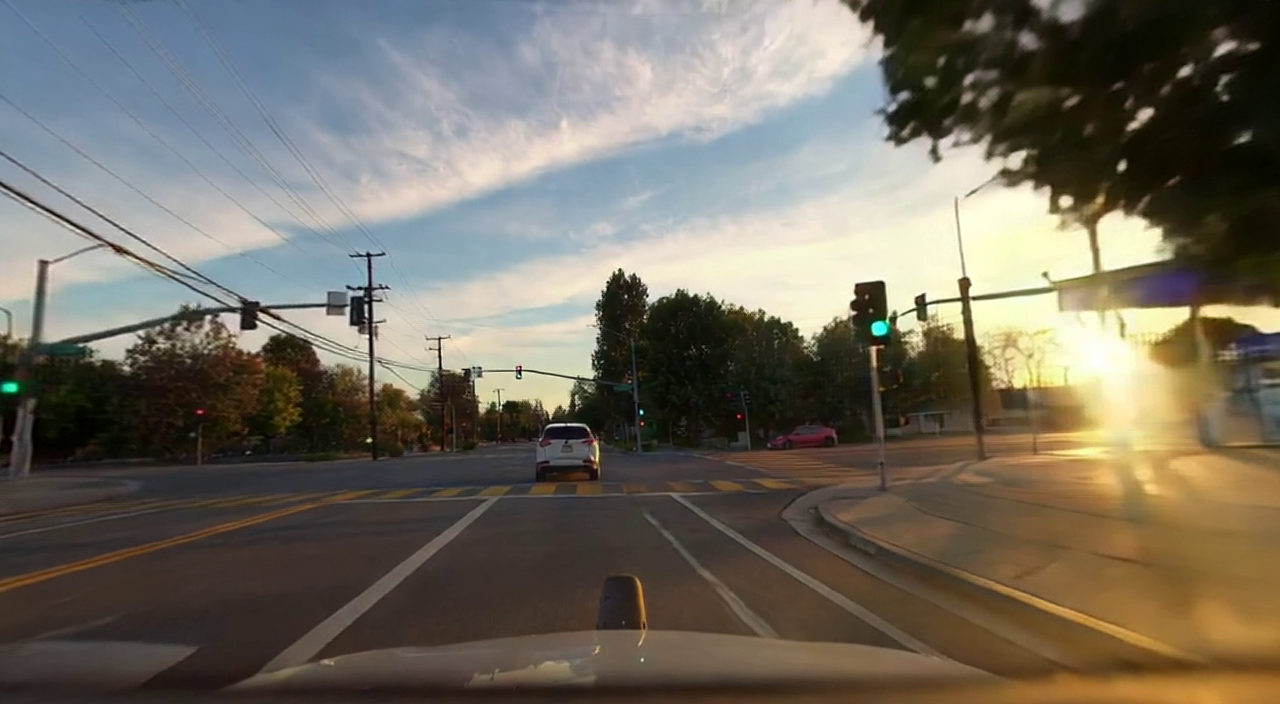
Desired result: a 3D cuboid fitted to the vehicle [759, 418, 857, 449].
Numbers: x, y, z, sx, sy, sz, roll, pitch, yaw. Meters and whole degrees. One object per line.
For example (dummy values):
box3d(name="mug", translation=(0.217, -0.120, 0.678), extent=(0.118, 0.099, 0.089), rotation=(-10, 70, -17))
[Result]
box3d(name="vehicle", translation=(9.839, 4.825, 37.038), extent=(5.149, 1.725, 1.964), rotation=(0, -8, -4))

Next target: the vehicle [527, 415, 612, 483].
box3d(name="vehicle", translation=(-2.141, 3.023, 19.746), extent=(2.300, 1.868, 4.690), rotation=(1, -8, -5))

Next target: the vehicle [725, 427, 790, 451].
box3d(name="vehicle", translation=(7.768, 5.767, 41.712), extent=(3.990, 1.548, 1.780), rotation=(0, -8, 4))
